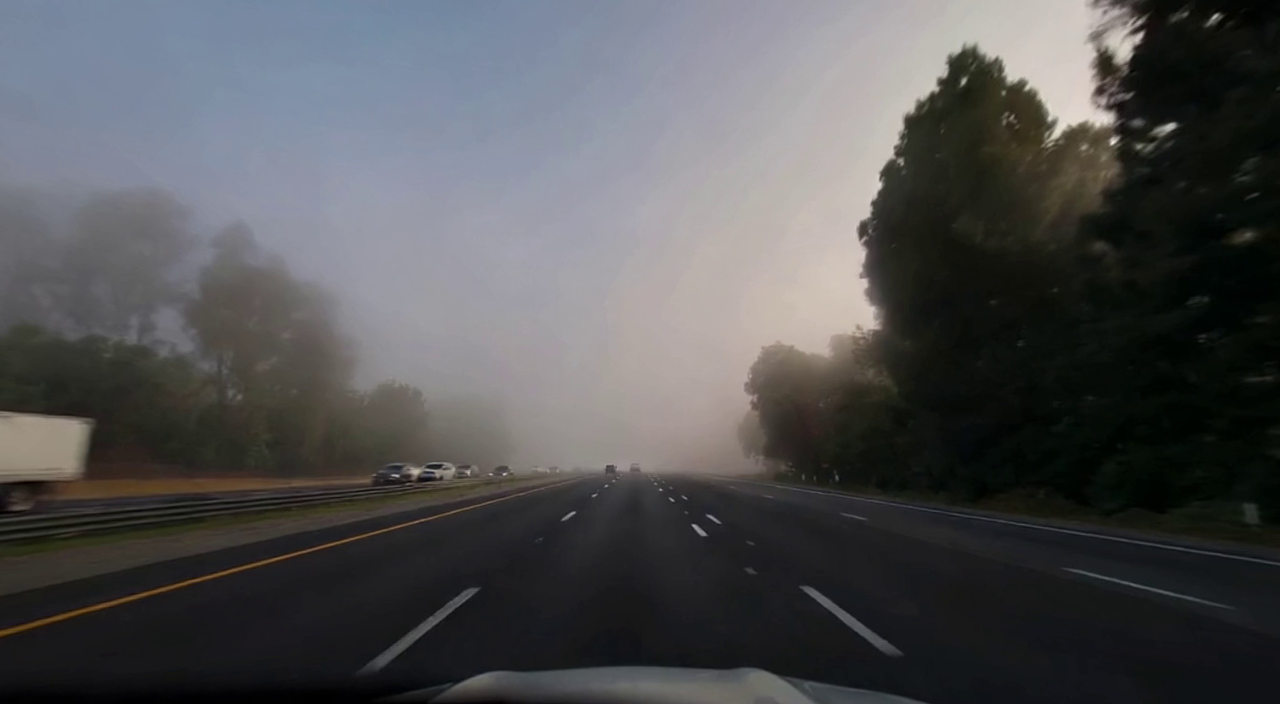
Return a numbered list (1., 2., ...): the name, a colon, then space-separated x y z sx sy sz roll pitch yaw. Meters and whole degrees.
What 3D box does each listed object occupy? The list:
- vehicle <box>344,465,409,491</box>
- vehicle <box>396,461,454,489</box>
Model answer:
1. vehicle: -16.550 7.930 39.766 2.148 1.486 4.491 1 -10 0
2. vehicle: -12.791 7.341 37.609 1.890 1.484 4.369 1 -10 0
